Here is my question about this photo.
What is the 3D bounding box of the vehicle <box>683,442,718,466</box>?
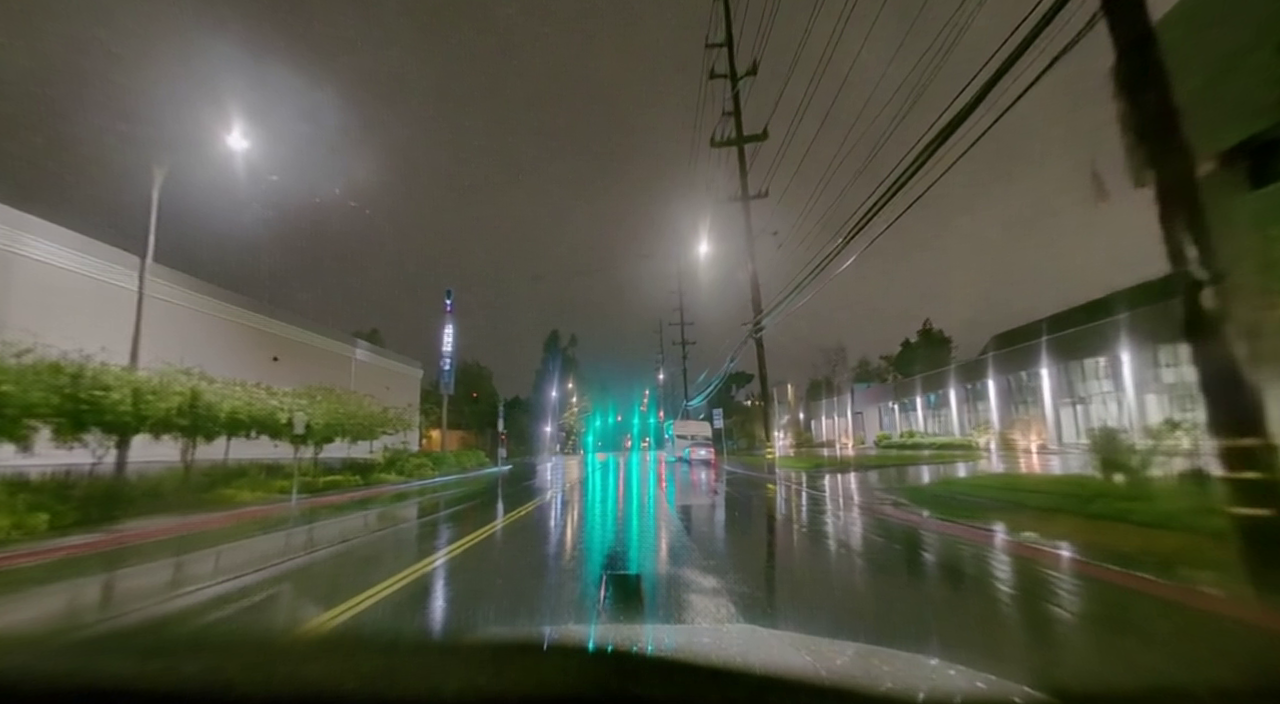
[{"bbox_3d":[4.132,7.026,43.626,1.852,1.497,3.672,-2,-8,-2],"label":"vehicle"}]
